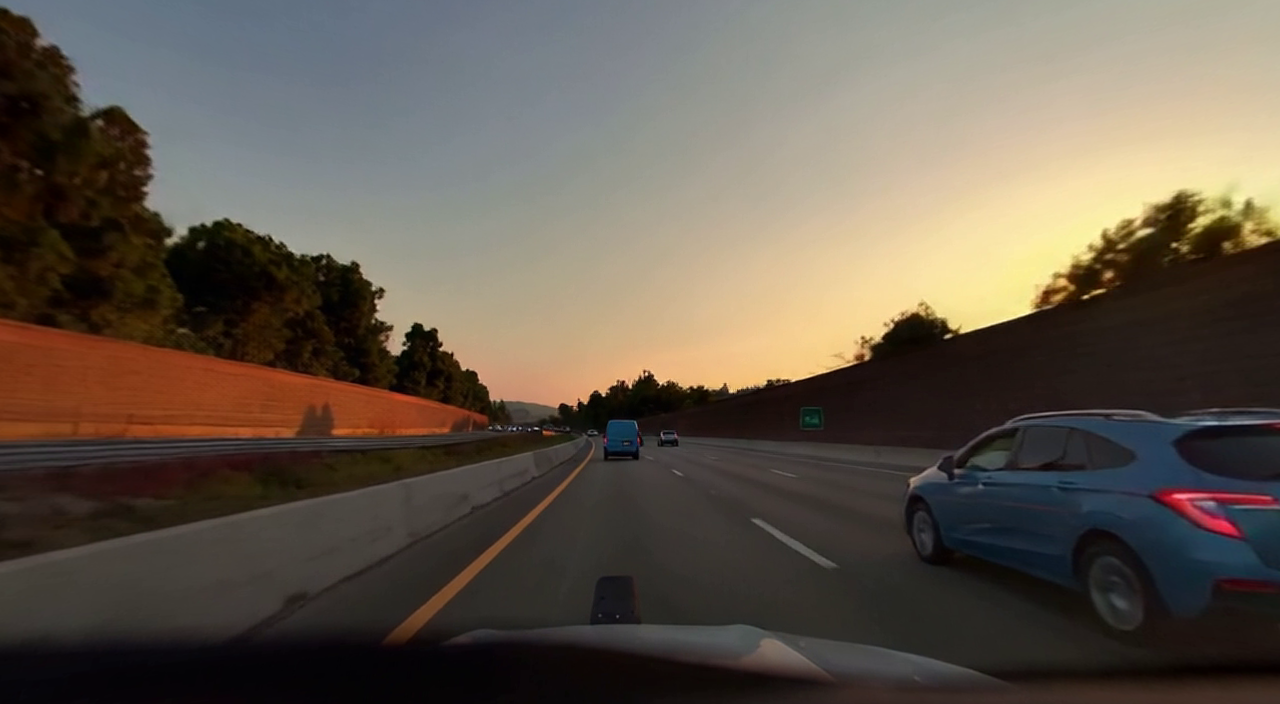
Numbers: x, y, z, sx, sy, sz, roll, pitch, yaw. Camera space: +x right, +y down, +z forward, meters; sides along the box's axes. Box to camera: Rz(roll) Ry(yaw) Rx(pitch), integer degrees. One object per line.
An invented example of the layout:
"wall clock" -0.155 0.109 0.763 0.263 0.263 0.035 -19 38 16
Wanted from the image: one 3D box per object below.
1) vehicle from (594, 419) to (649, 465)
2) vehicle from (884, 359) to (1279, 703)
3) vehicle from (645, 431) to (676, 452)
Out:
"vehicle" -0.920 4.249 29.911 2.403 1.994 4.683 0 -8 -3
"vehicle" 3.442 1.052 3.999 2.078 1.600 4.012 0 -8 -1
"vehicle" 1.585 7.024 49.737 1.996 1.589 3.715 1 -8 -5
